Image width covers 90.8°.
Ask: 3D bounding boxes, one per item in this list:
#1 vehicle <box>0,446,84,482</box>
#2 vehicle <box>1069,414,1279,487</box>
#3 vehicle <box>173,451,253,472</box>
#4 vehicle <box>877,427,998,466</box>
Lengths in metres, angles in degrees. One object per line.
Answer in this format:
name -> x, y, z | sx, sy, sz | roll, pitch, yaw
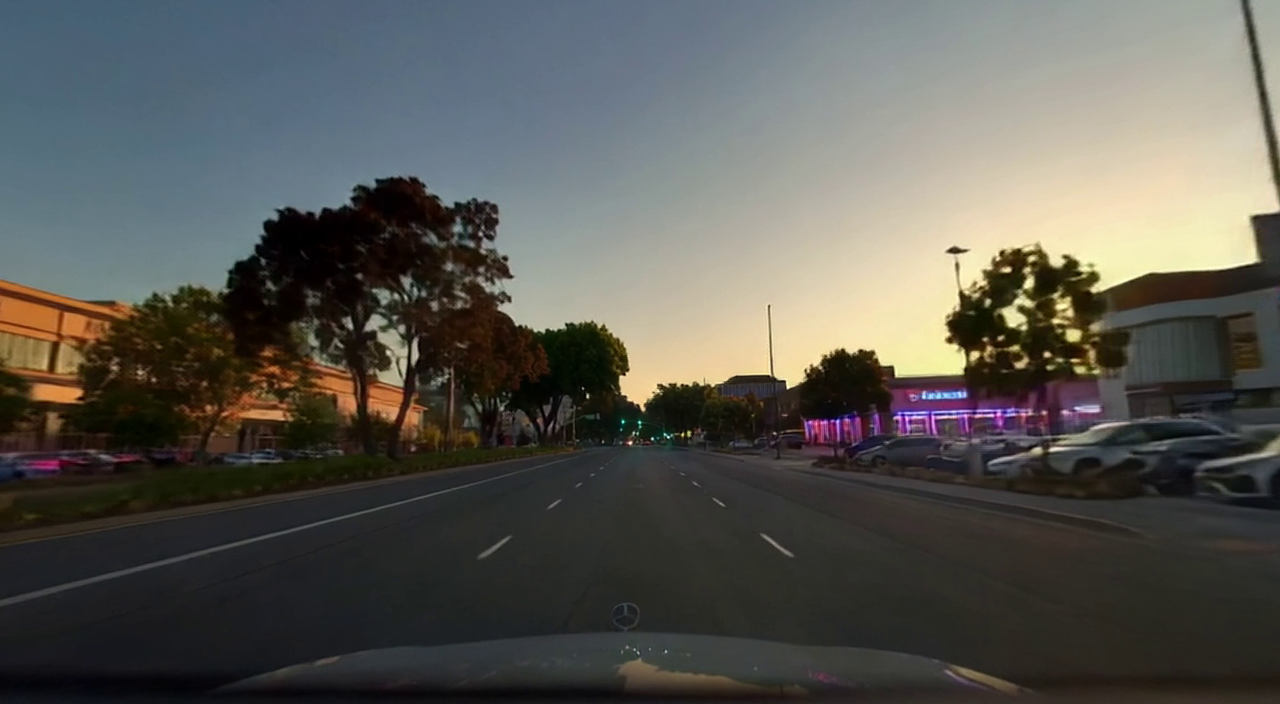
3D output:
vehicle -> -30.722, 5.556, 31.495 | 4.189, 1.678, 1.887 | 0, -8, 1
vehicle -> 14.337, 2.496, 16.160 | 5.134, 1.732, 2.047 | 0, -8, 0
vehicle -> -31.301, 8.007, 46.393 | 4.593, 1.433, 1.711 | 0, -8, -1
vehicle -> 13.377, 4.279, 28.568 | 4.386, 1.570, 2.043 | -1, -9, -2
